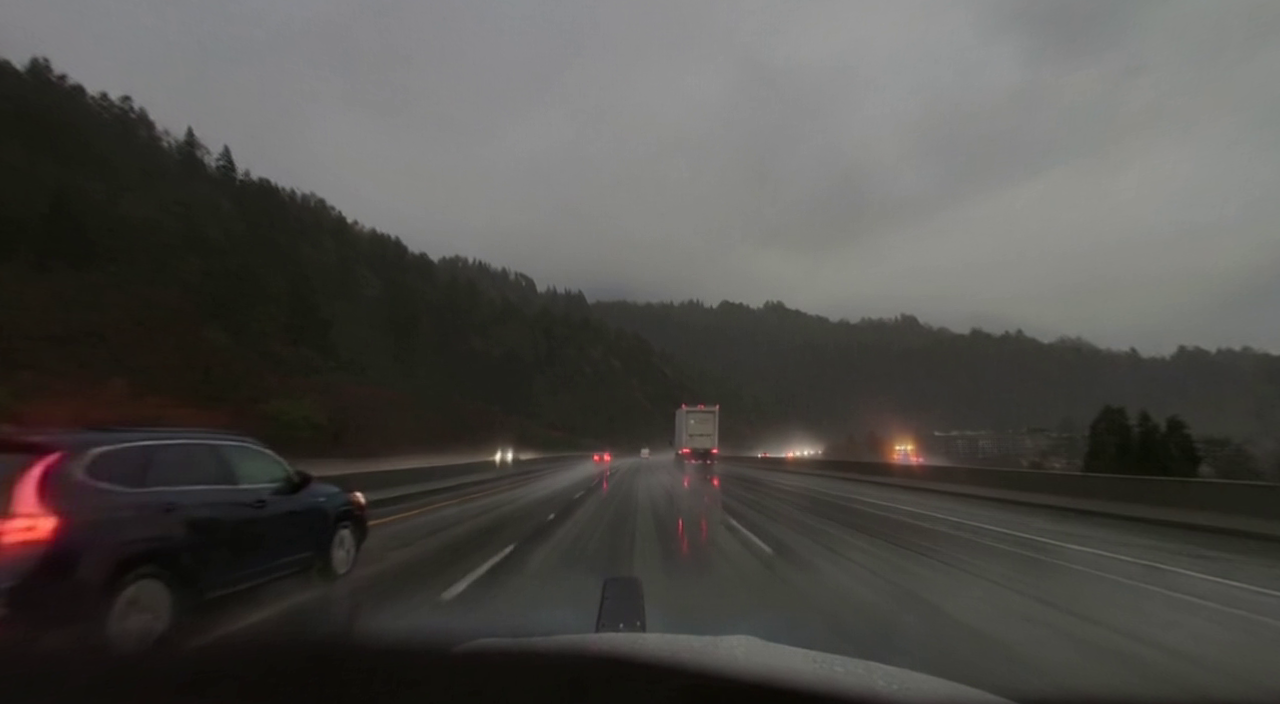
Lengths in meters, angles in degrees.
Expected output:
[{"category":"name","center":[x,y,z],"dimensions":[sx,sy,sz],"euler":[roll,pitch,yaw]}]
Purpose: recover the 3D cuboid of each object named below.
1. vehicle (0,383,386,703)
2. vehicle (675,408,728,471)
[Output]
[{"category":"vehicle","center":[-3.335,1.123,3.758],"dimensions":[1.944,1.548,4.051],"euler":[0,-9,0]},{"category":"vehicle","center":[4.073,5.993,42.942],"dimensions":[2.904,4.001,5.861],"euler":[0,-9,-1]}]
